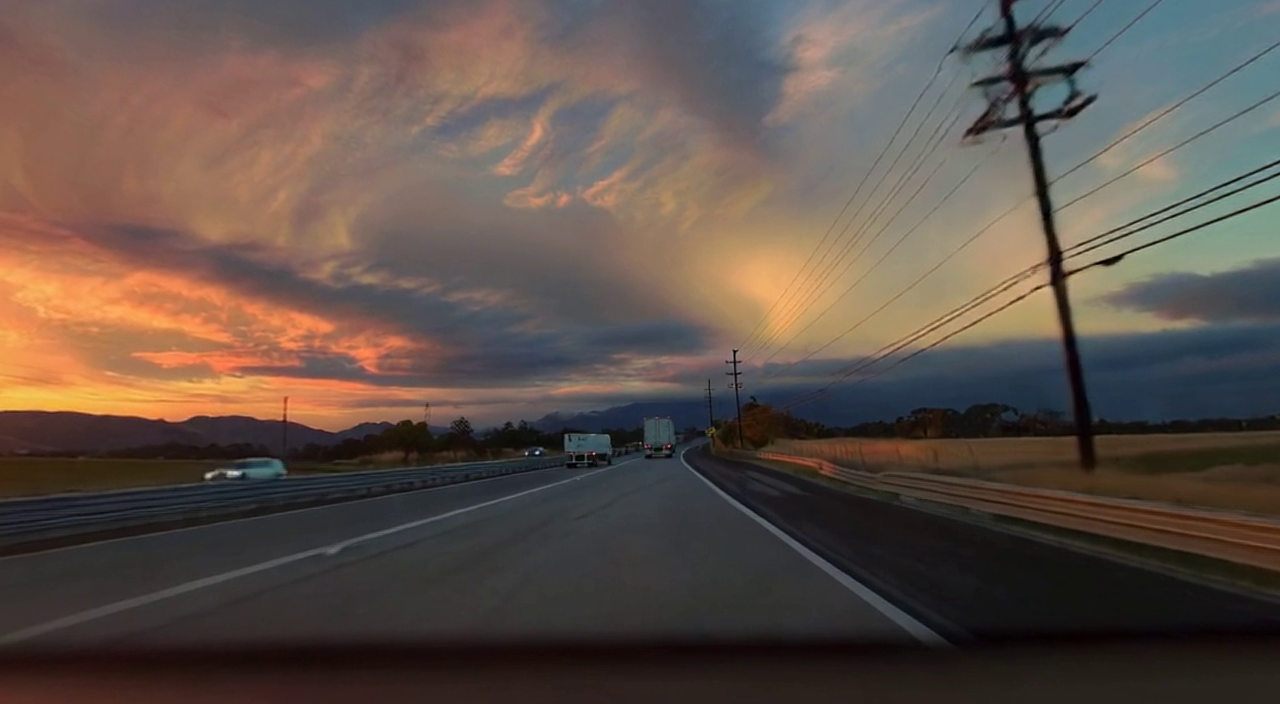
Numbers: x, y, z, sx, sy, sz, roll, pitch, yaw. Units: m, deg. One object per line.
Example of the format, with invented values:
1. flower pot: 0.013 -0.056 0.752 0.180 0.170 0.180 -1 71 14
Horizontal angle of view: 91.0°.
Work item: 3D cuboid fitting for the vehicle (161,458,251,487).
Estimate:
1. vehicle: -25.887 7.195 37.784 1.863 1.499 4.411 -1 -9 7
